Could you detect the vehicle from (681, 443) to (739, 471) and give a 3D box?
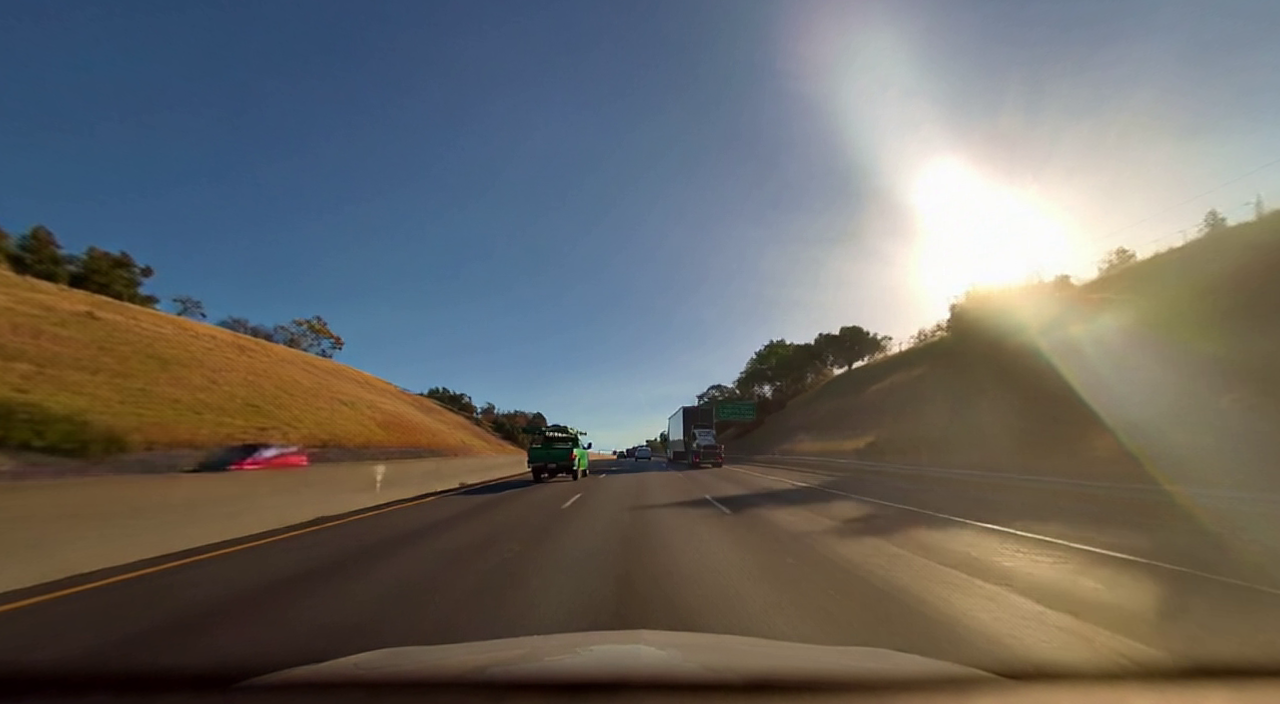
[{"bbox_3d":[4.254,6.633,40.074,2.654,1.574,9.537,0,-9,0],"label":"vehicle"}]

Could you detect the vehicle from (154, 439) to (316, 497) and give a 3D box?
[{"bbox_3d":[-11.229,3.221,17.877,1.939,1.460,4.031,0,-9,-1],"label":"vehicle"}]

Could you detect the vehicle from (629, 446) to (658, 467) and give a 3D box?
[{"bbox_3d":[0.276,7.886,47.753,2.086,1.497,3.681,0,-9,0],"label":"vehicle"}]

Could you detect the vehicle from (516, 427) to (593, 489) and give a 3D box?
[{"bbox_3d":[-3.027,3.899,23.270,2.142,2.044,4.446,0,-9,1],"label":"vehicle"}]

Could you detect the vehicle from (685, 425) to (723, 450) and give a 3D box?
[{"bbox_3d":[4.129,5.678,41.354,1.968,1.547,4.215,0,-9,-2],"label":"vehicle"}]
